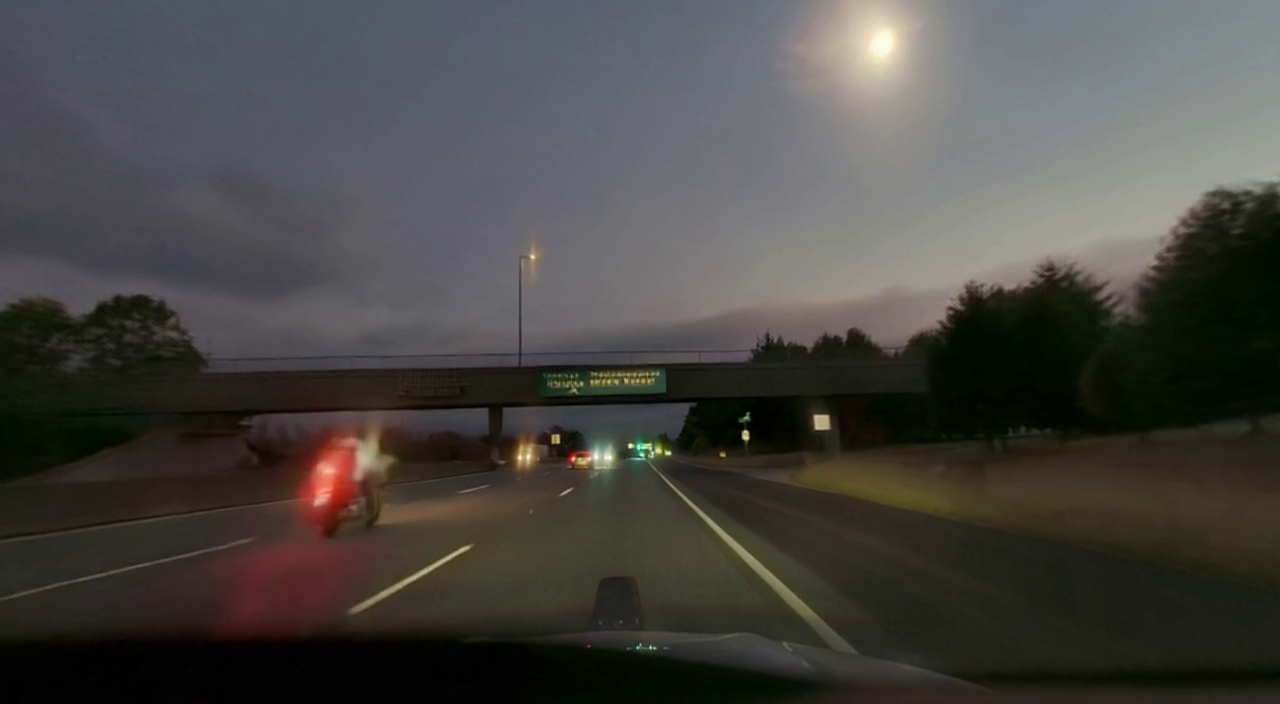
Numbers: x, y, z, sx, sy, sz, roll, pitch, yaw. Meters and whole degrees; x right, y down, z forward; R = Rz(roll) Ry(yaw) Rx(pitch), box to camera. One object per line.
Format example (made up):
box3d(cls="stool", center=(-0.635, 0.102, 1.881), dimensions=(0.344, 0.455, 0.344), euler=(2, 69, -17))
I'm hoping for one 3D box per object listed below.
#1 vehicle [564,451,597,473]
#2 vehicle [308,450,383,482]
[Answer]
box3d(cls="vehicle", center=(-4.237, 7.916, 45.745), dimensions=(1.992, 1.504, 4.117), euler=(0, -9, 0))
box3d(cls="vehicle", center=(-16.376, 6.337, 35.333), dimensions=(1.951, 1.637, 4.647), euler=(0, -9, 0))
